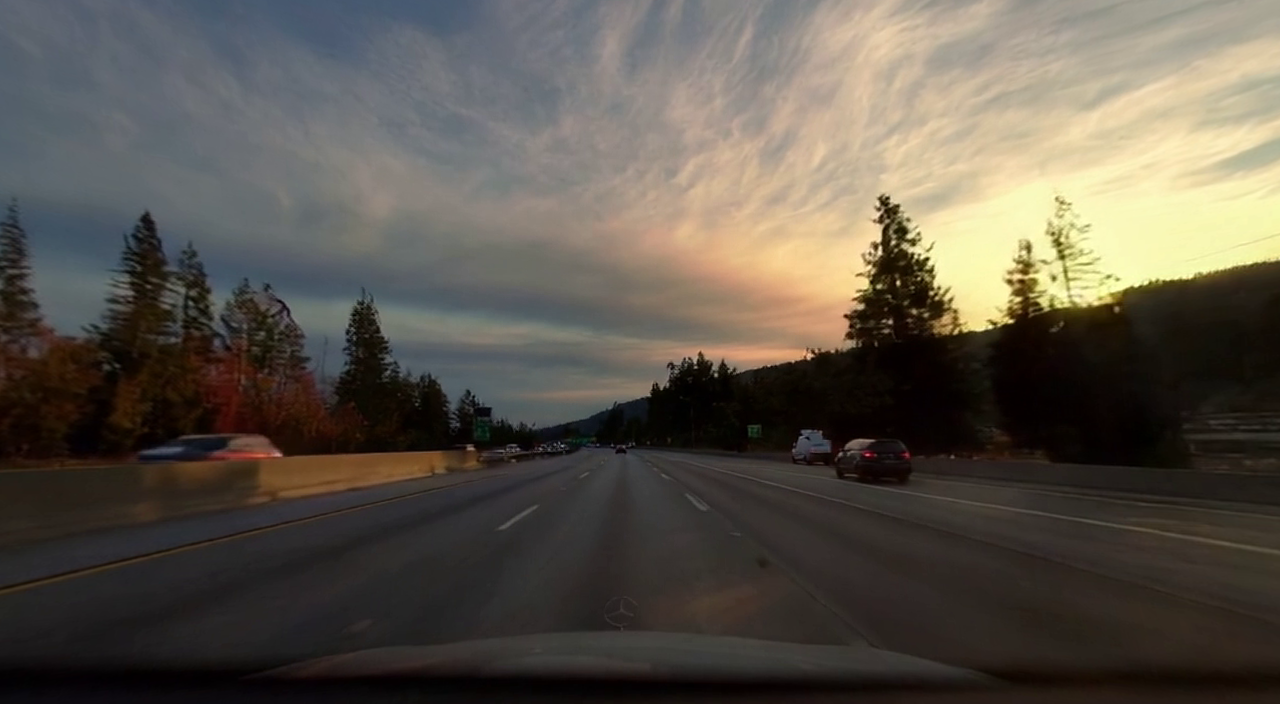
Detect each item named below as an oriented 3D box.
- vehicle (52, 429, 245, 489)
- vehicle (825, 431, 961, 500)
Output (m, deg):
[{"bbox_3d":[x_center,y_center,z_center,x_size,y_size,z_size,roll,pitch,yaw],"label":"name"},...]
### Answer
[{"bbox_3d":[-14.319,3.159,18.863,2.089,1.559,4.558,0,-9,0],"label":"vehicle"},{"bbox_3d":[6.875,3.123,17.740,2.081,1.705,3.926,0,-9,-2],"label":"vehicle"}]
